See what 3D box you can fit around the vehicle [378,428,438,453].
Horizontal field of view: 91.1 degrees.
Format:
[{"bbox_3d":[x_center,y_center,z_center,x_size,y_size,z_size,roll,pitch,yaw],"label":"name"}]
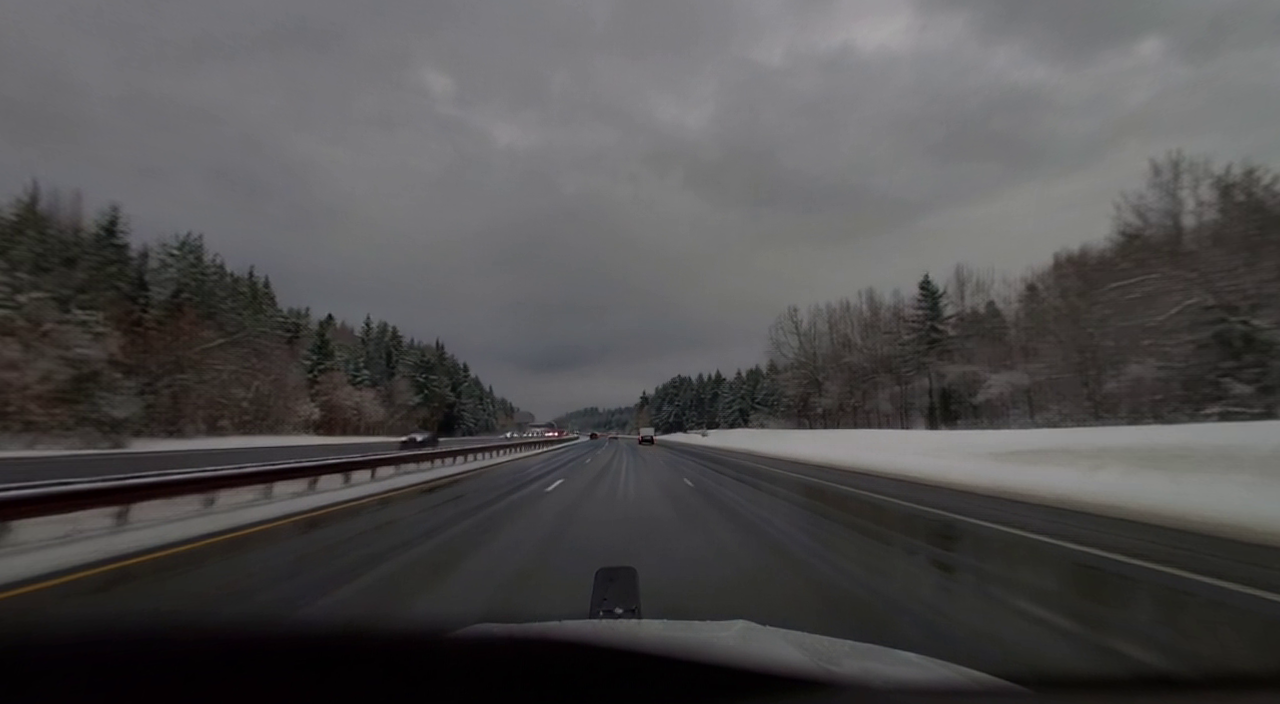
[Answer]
[{"bbox_3d":[-13.952,5.370,38.144,1.924,1.424,4.695,0,-8,-1],"label":"vehicle"}]
